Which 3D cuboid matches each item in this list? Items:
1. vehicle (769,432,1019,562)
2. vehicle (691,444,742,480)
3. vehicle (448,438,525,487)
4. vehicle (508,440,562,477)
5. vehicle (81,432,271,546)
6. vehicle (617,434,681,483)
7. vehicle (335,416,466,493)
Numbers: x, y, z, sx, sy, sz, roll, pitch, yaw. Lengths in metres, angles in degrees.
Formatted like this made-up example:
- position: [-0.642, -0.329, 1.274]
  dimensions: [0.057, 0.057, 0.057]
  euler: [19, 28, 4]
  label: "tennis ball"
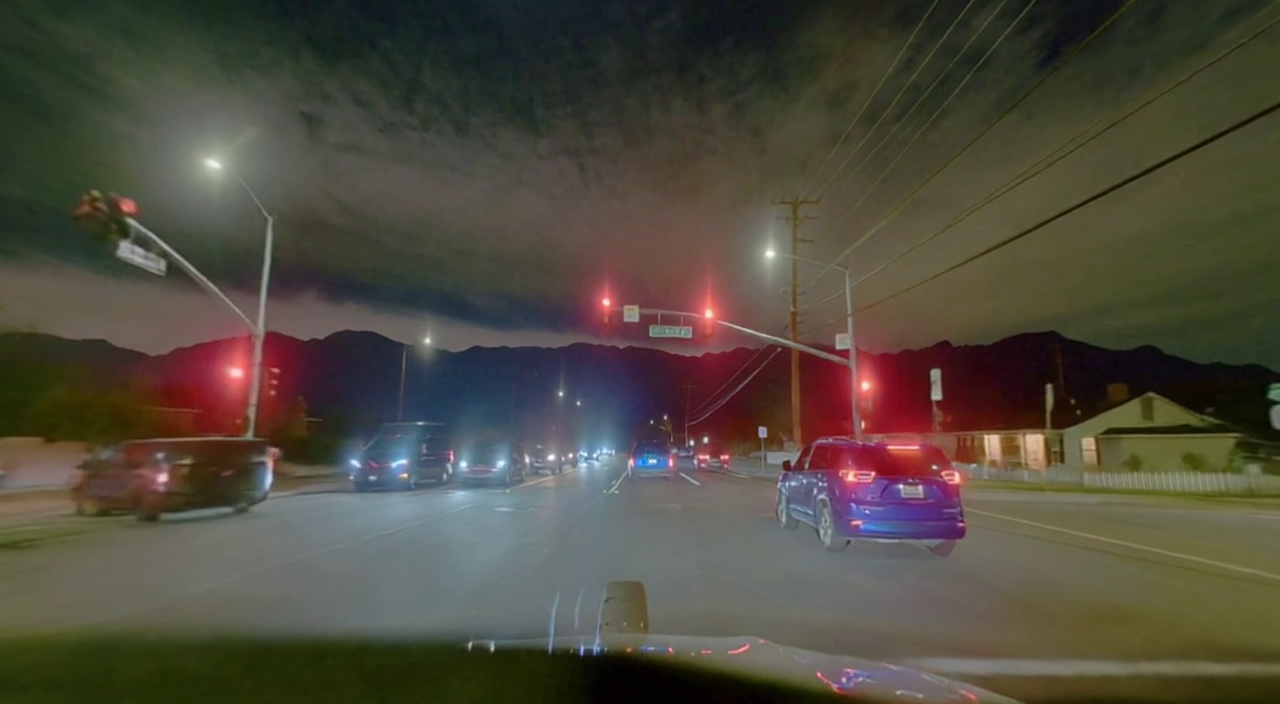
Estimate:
- position: [3.800, 2.241, 10.620]
  dimensions: [2.155, 1.658, 4.721]
  euler: [0, -9, -1]
  label: "vehicle"
- position: [3.773, 5.497, 31.745]
  dimensions: [1.957, 1.646, 4.355]
  euler: [0, -8, -1]
  label: "vehicle"
- position: [-6.041, 4.384, 25.338]
  dimensions: [1.983, 1.801, 4.391]
  euler: [0, -8, 0]
  label: "vehicle"
- position: [-5.705, 5.849, 34.870]
  dimensions: [1.993, 1.884, 5.481]
  euler: [0, -9, 0]
  label: "vehicle"
- position: [-9.024, 2.474, 12.112]
  dimensions: [4.458, 1.749, 2.059]
  euler: [-8, -12, 43]
  label: "vehicle"
- position: [0.364, 4.745, 28.388]
  dimensions: [2.636, 2.011, 5.130]
  euler: [0, -9, 0]
  label: "vehicle"
- position: [-9.300, 4.082, 25.395]
  dimensions: [2.725, 2.710, 6.304]
  euler: [0, -8, 0]
  label: "vehicle"
